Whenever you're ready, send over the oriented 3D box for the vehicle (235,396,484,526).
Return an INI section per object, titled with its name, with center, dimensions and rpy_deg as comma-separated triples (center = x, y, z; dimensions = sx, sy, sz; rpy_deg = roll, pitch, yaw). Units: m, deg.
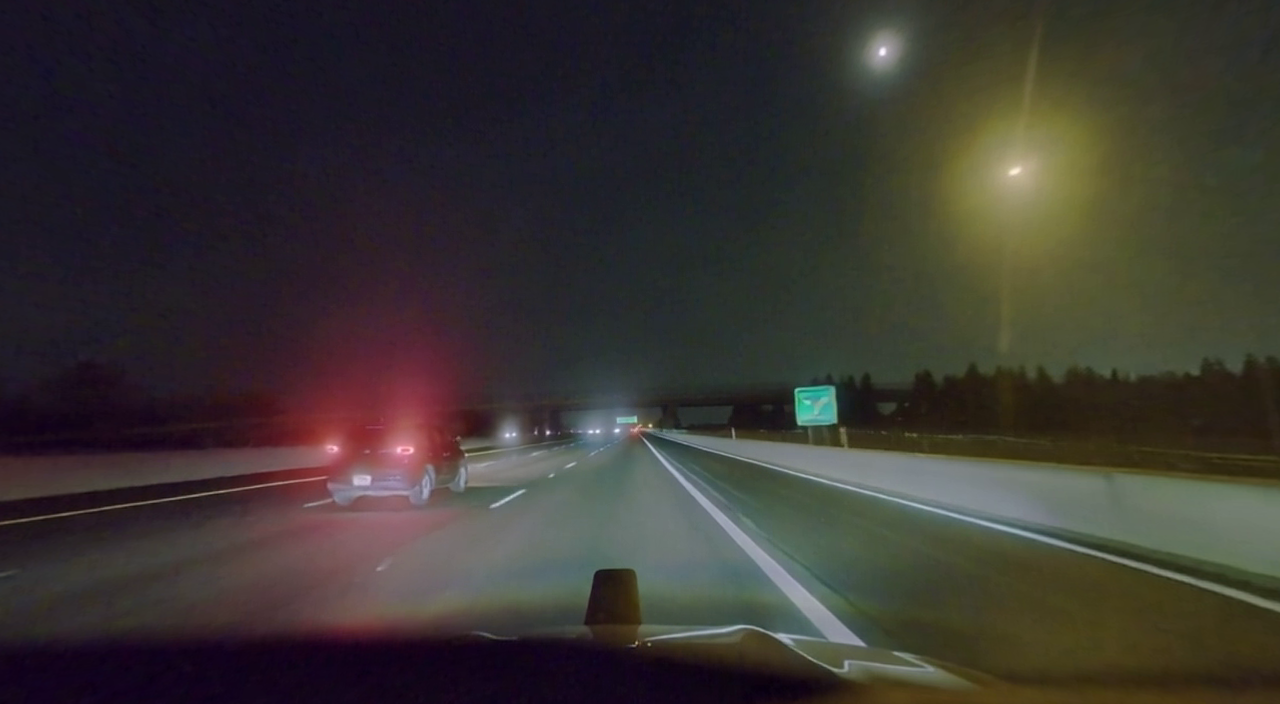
[vehicle]
center = -4.347, 1.781, 10.854
dimensions = 2.153, 1.730, 4.772
rpy_deg = 0, -8, -1
